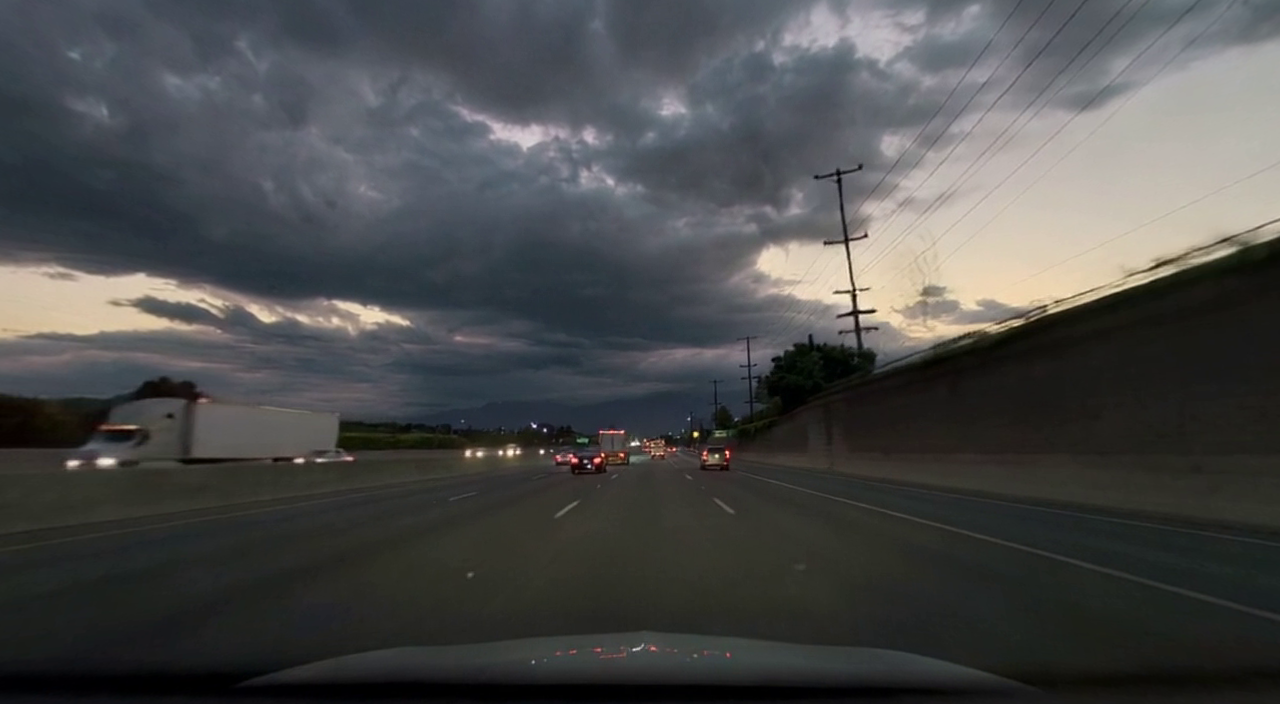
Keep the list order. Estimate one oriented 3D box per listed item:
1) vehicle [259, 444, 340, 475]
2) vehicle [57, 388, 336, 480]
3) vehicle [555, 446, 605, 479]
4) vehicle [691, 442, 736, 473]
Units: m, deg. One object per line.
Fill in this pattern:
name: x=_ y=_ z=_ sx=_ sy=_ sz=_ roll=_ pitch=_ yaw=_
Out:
vehicle: x=-18.628 y=5.890 z=34.736 sx=1.958 sy=1.579 sz=4.347 roll=0 pitch=-9 yaw=1
vehicle: x=-23.181 y=4.853 z=35.634 sx=3.266 sy=3.945 sz=16.906 roll=0 pitch=-9 yaw=1
vehicle: x=-2.935 y=5.515 z=31.685 sx=2.004 sy=1.498 sz=4.043 roll=0 pitch=-9 yaw=1
vehicle: x=4.442 y=6.482 z=38.884 sx=2.214 sy=1.799 sz=4.627 roll=0 pitch=-9 yaw=0
